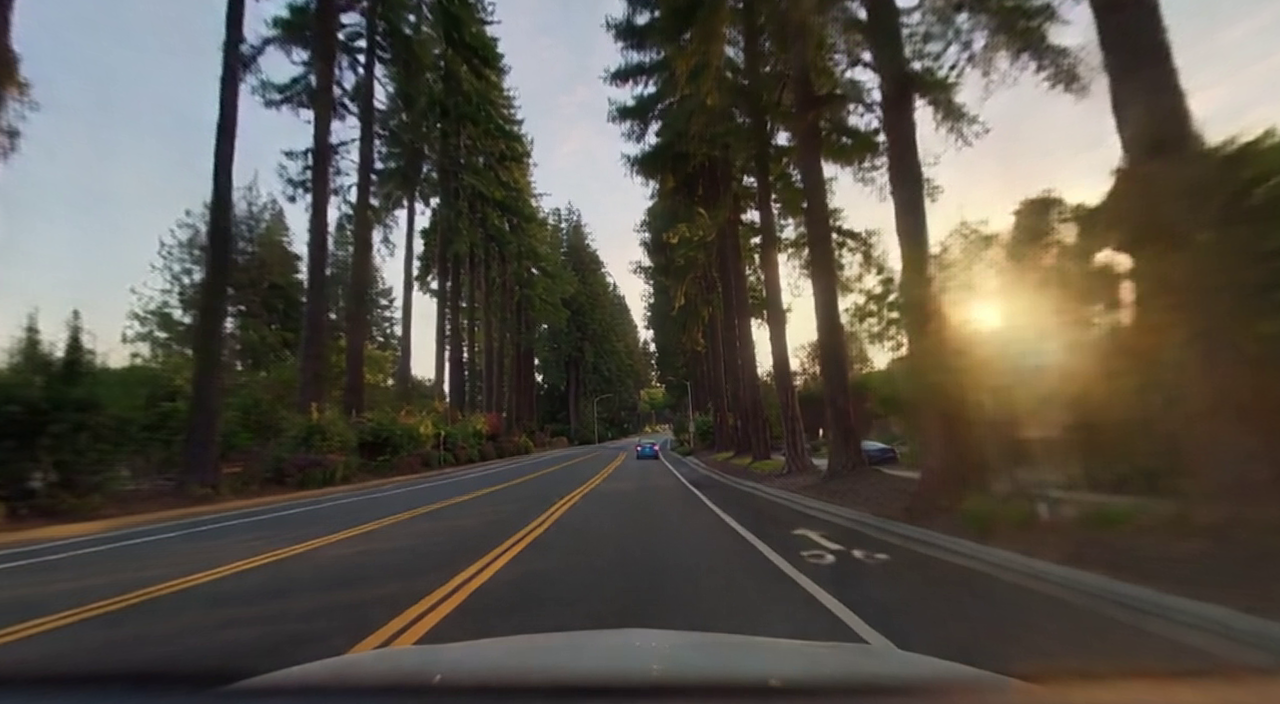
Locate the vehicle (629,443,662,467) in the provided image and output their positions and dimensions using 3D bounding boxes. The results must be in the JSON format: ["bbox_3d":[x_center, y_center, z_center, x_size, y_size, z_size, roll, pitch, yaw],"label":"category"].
[{"bbox_3d":[0.360,6.657,40.945,2.067,1.486,3.861,0,-9,1],"label":"vehicle"}]
